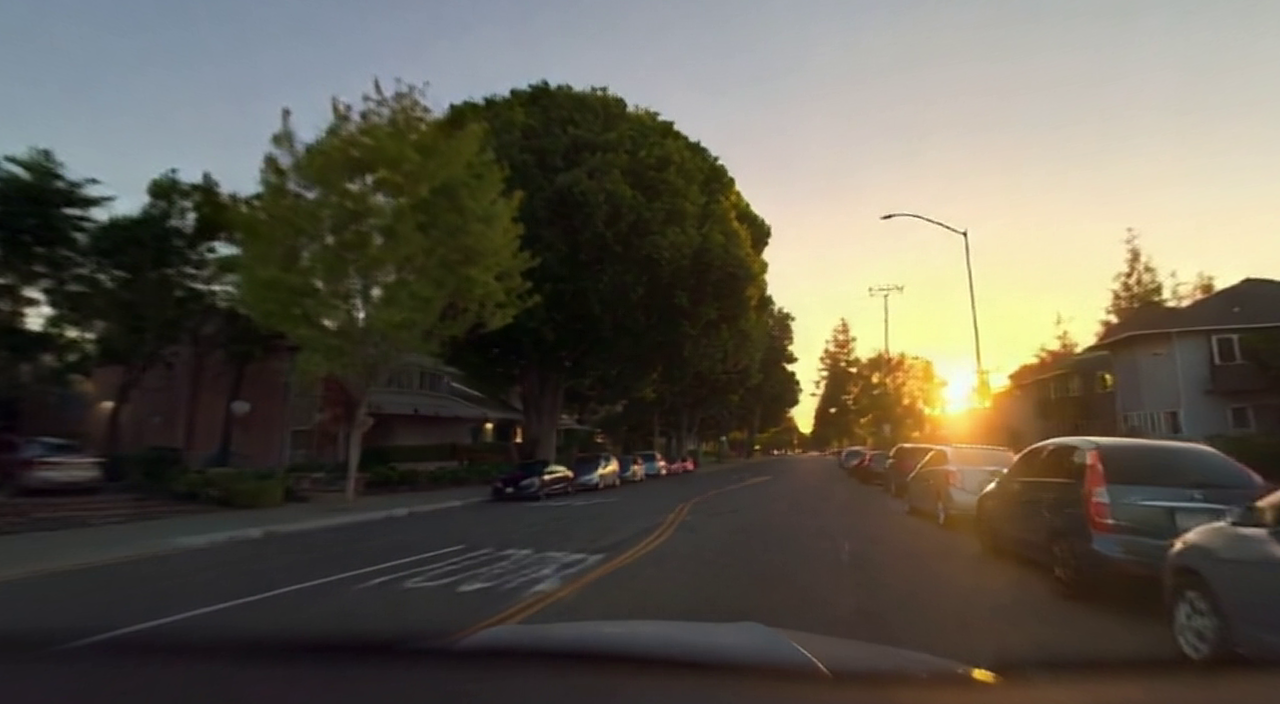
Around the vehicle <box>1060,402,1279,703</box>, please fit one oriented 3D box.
[{"bbox_3d":[4.126,1.076,2.879,2.315,1.668,4.425,-2,-9,16],"label":"vehicle"}]

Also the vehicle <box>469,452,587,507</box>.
[{"bbox_3d":[-3.397,3.981,20.143,1.963,1.470,4.671,-3,-9,13],"label":"vehicle"}]

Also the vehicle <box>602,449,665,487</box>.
[{"bbox_3d":[-0.241,5.789,31.757,1.973,1.755,4.528,-3,-9,15],"label":"vehicle"}]

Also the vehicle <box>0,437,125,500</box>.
[{"bbox_3d":[-17.450,3.241,17.844,4.554,1.595,2.028,-2,-9,15],"label":"vehicle"}]

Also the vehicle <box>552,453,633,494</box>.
[{"bbox_3d":[-1.842,4.952,26.039,1.948,1.477,4.518,-4,-9,14],"label":"vehicle"}]
